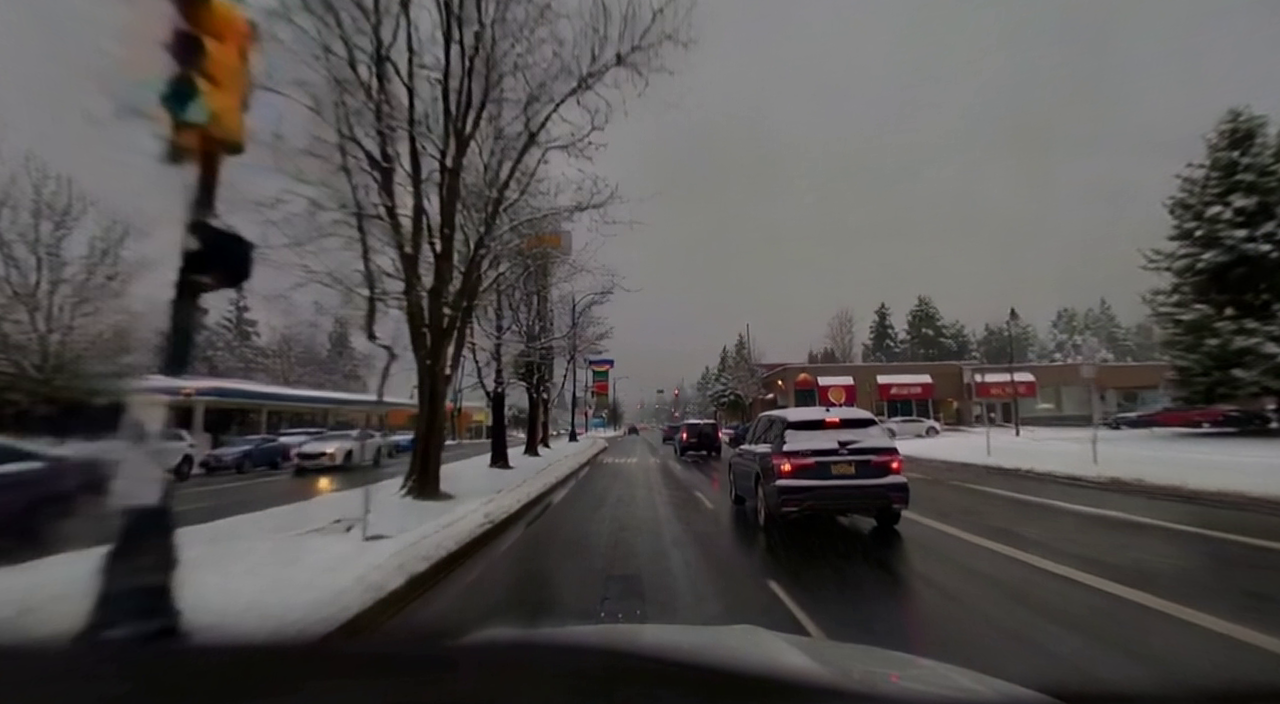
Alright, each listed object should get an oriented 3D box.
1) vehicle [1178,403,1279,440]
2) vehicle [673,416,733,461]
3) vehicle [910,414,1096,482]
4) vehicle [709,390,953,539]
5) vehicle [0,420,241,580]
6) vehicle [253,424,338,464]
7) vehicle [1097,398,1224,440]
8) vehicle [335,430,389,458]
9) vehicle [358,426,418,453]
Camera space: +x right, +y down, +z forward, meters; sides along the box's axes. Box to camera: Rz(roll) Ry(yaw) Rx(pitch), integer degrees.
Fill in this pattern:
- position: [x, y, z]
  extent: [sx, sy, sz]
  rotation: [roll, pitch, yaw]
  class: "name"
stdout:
- position: [28.266, 3.340, 29.707]
  extent: [2.131, 1.561, 3.901]
  rotation: [0, -9, -1]
  class: "vehicle"
- position: [2.525, 3.642, 26.310]
  extent: [1.999, 1.679, 4.217]
  rotation: [0, -9, -1]
  class: "vehicle"
- position: [9.700, 2.655, 17.496]
  extent: [2.177, 1.593, 5.027]
  rotation: [0, -9, 0]
  class: "vehicle"
- position: [2.493, 1.665, 9.801]
  extent: [2.183, 1.720, 4.842]
  rotation: [0, -9, -1]
  class: "vehicle"
- position: [-7.351, 1.696, 7.709]
  extent: [2.014, 1.566, 4.437]
  rotation: [0, -9, 0]
  class: "vehicle"
- position: [-18.013, 4.860, 33.222]
  extent: [1.930, 1.935, 4.567]
  rotation: [0, -9, -1]
  class: "vehicle"
- position: [24.676, 3.290, 30.122]
  extent: [2.066, 1.817, 4.675]
  rotation: [0, -9, 1]
  class: "vehicle"
- position: [-16.673, 5.523, 37.578]
  extent: [2.290, 1.519, 4.860]
  rotation: [5, -10, -30]
  class: "vehicle"
- position: [-18.068, 6.326, 45.359]
  extent: [2.129, 1.843, 5.067]
  rotation: [0, -9, 1]
  class: "vehicle"
